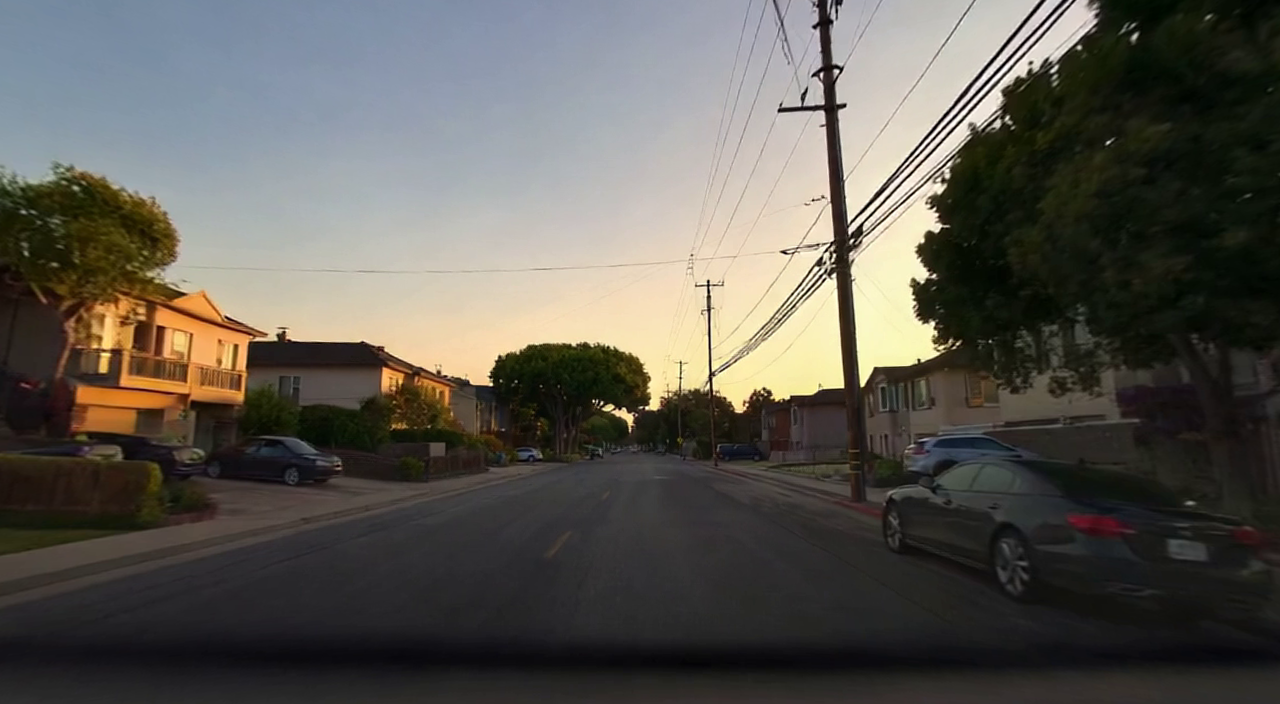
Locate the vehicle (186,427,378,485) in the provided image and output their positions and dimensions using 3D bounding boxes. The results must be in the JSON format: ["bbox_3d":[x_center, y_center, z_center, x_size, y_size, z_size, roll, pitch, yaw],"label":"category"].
[{"bbox_3d":[-12.334,3.624,22.142,5.186,1.842,2.465,0,-9,-1],"label":"vehicle"}]

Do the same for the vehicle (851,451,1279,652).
[{"bbox_3d":[4.215,1.827,6.943,2.055,1.402,4.559,1,-9,-2],"label":"vehicle"}]
